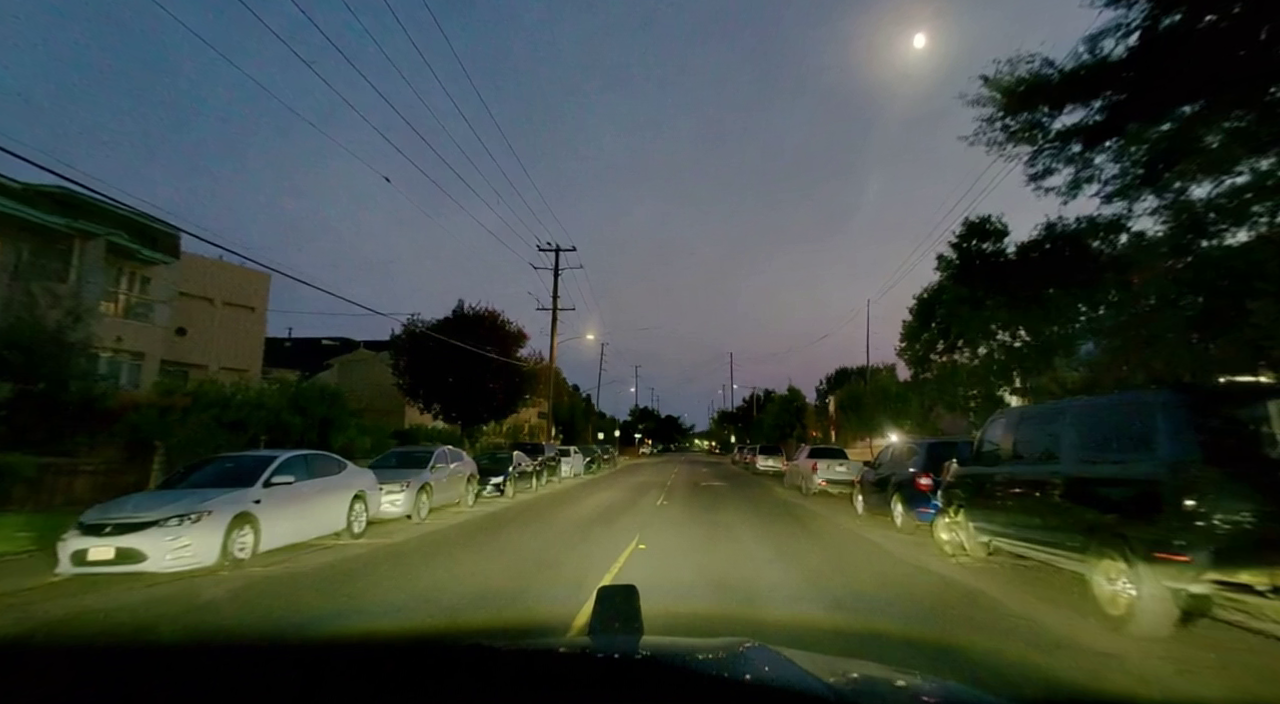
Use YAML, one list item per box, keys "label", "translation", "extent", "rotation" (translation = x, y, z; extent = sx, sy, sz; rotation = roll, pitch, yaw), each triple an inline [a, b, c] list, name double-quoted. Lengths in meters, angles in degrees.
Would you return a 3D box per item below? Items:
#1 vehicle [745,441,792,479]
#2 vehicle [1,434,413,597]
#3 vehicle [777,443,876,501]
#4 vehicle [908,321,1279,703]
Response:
- label: "vehicle"
  translation: [6.499, 5.476, 32.338]
  extent: [1.936, 1.756, 4.127]
  rotation: [-1, -9, 6]
- label: "vehicle"
  translation: [-4.978, 1.861, 8.425]
  extent: [1.950, 1.494, 4.816]
  rotation: [0, -7, 2]
- label: "vehicle"
  translation: [5.681, 3.669, 19.890]
  extent: [1.910, 1.567, 4.856]
  rotation: [0, -9, 4]
- label: "vehicle"
  translation: [4.722, 1.284, 5.758]
  extent: [2.407, 2.088, 5.951]
  rotation: [-1, -9, 5]
